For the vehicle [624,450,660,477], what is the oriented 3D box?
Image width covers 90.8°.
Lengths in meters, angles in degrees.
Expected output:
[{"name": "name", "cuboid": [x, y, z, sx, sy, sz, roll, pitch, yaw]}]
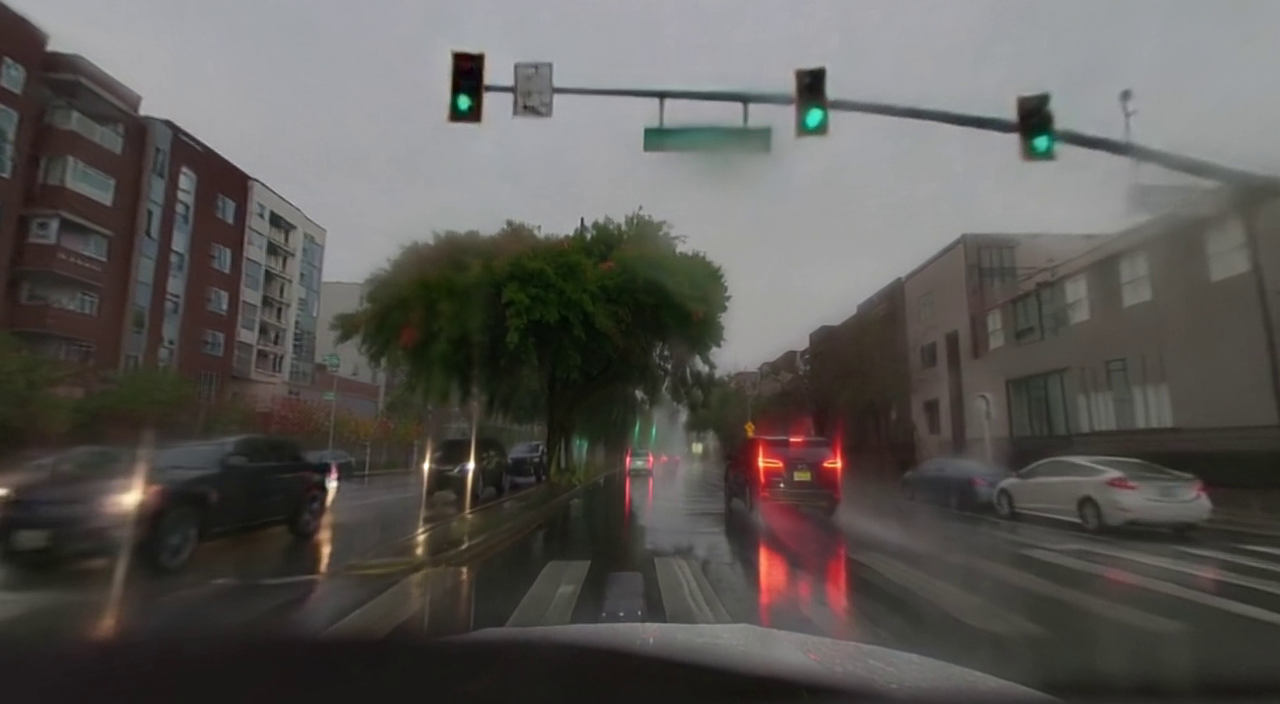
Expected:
[{"name": "vehicle", "cuboid": [0.075, 6.833, 38.971, 2.059, 1.492, 4.033, 0, -8, -2]}]

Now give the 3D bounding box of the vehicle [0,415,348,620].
[{"name": "vehicle", "cuboid": [-5.514, 1.672, 7.267, 2.062, 1.532, 4.830, -2, -9, 0]}]

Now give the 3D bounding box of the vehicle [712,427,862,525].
[{"name": "vehicle", "cuboid": [3.088, 2.715, 14.482, 2.129, 1.844, 4.767, 0, -8, -2]}]

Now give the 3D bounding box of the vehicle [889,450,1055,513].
[{"name": "vehicle", "cuboid": [8.976, 3.507, 17.692, 1.953, 1.455, 4.883, 0, -8, -1]}]

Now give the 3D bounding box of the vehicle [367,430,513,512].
[{"name": "vehicle", "cuboid": [-4.995, 3.049, 16.729, 2.275, 1.816, 4.923, 0, -8, -1]}]

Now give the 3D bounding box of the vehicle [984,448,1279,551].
[{"name": "vehicle", "cuboid": [9.068, 2.640, 12.238, 1.962, 1.542, 4.999, 0, -8, 0]}]
